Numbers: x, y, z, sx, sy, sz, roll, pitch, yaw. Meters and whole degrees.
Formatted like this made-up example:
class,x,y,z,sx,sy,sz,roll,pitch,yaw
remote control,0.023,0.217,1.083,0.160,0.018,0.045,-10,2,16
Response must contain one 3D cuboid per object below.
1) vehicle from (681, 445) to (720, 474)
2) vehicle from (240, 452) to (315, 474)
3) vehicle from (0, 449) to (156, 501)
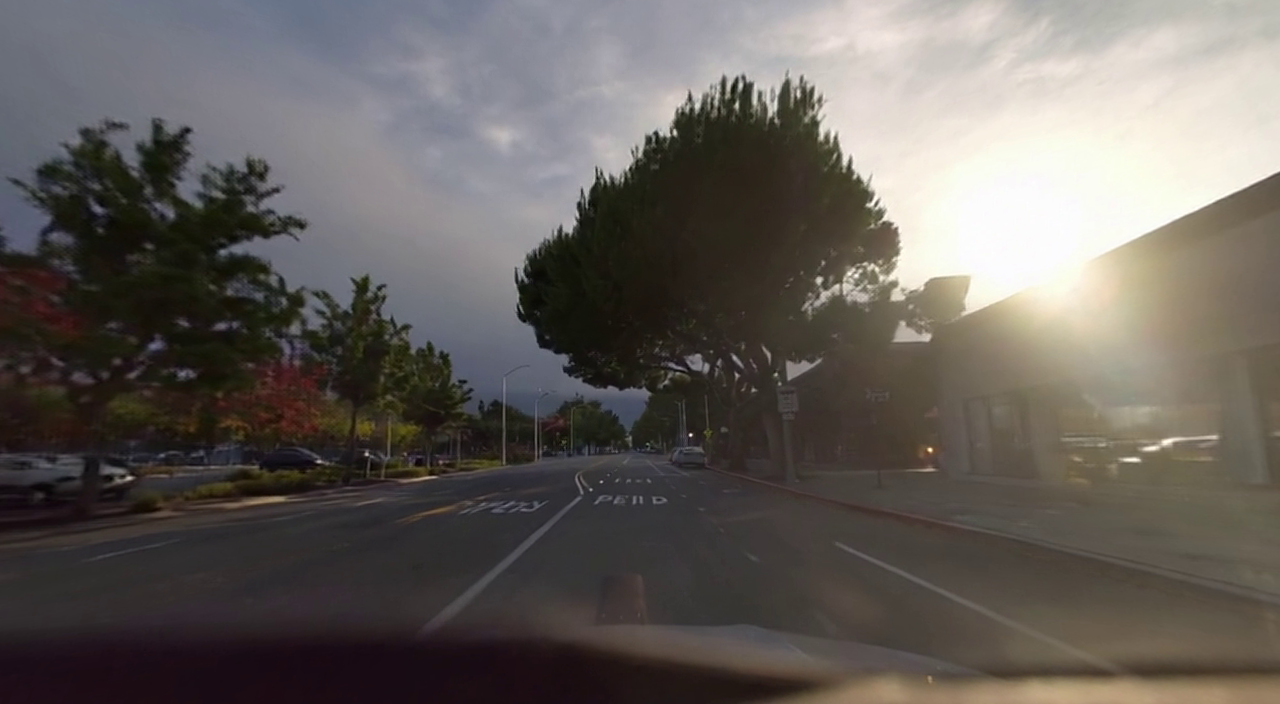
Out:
class,x,y,z,sx,sy,sz,roll,pitch,yaw
vehicle,3.847,6.906,40.941,1.957,1.753,4.413,1,-8,-2
vehicle,-26.209,8.058,45.834,4.402,1.449,1.880,4,-8,-19
vehicle,-20.055,4.312,22.585,1.981,1.510,4.439,1,-7,0
